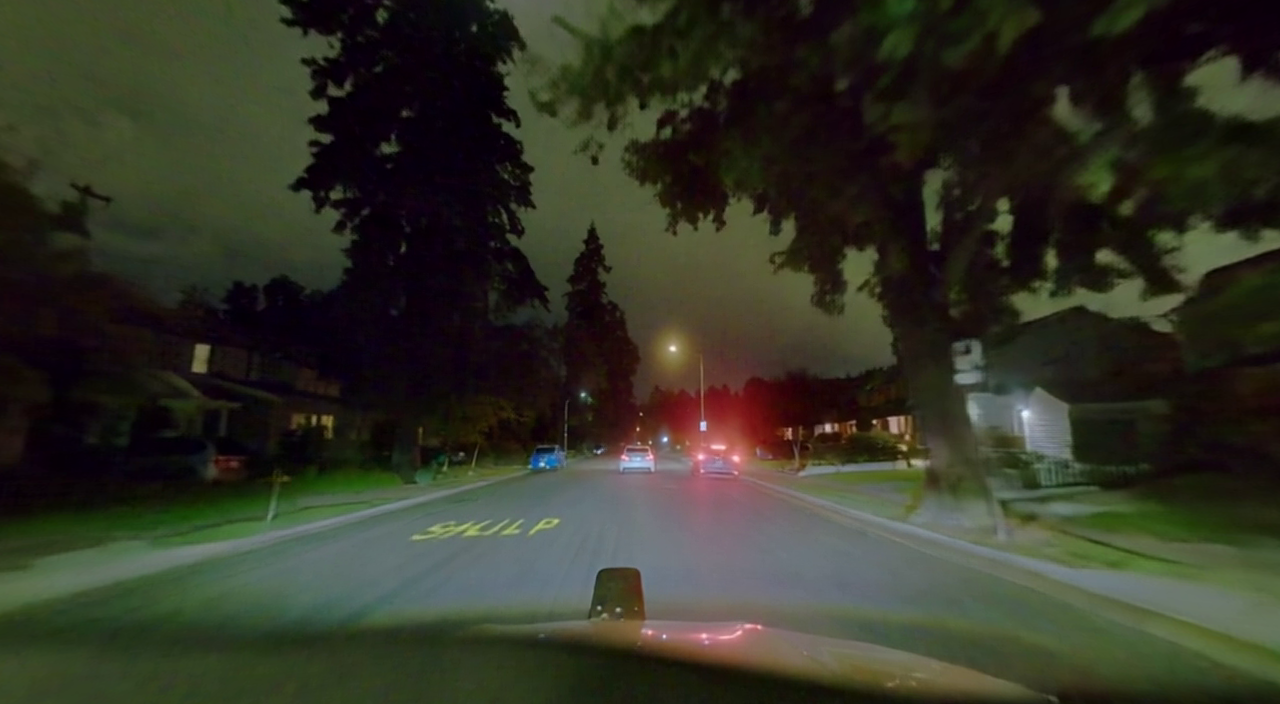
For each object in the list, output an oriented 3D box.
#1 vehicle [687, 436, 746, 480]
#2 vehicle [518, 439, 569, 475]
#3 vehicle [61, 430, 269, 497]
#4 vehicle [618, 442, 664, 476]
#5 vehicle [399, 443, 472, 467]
[{"bbox_3d":[3.199,4.530,27.250,1.978,1.690,4.306,0,-8,-1],"label":"vehicle"},{"bbox_3d":[-5.560,6.083,37.029,2.126,1.816,4.796,-3,-8,1],"label":"vehicle"},{"bbox_3d":[-13.442,3.161,18.135,4.253,1.772,1.980,0,-8,-3],"label":"vehicle"},{"bbox_3d":[0.038,4.902,29.309,2.000,1.449,4.006,0,-8,0],"label":"vehicle"},{"bbox_3d":[-13.328,6.751,41.435,4.129,1.523,1.839,0,-8,0],"label":"vehicle"}]
